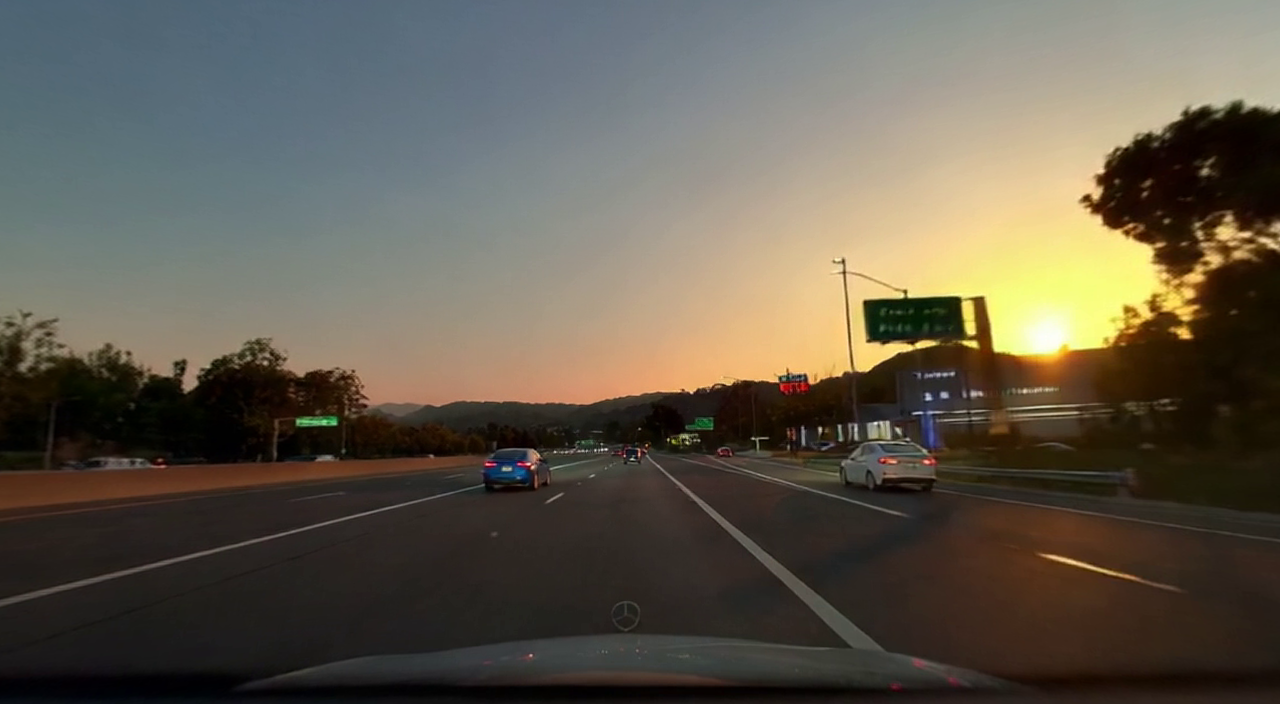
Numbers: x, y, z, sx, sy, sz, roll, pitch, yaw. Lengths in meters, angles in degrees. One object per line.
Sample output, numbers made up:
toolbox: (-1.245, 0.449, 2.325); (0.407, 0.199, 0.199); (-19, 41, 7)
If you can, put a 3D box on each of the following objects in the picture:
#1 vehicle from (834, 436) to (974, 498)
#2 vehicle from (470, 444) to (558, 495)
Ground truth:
vehicle: (7.640, 3.391, 18.987); (2.035, 1.566, 5.409); (0, -9, 2)
vehicle: (-4.227, 4.023, 21.895); (2.071, 1.553, 4.388); (0, -9, 1)
